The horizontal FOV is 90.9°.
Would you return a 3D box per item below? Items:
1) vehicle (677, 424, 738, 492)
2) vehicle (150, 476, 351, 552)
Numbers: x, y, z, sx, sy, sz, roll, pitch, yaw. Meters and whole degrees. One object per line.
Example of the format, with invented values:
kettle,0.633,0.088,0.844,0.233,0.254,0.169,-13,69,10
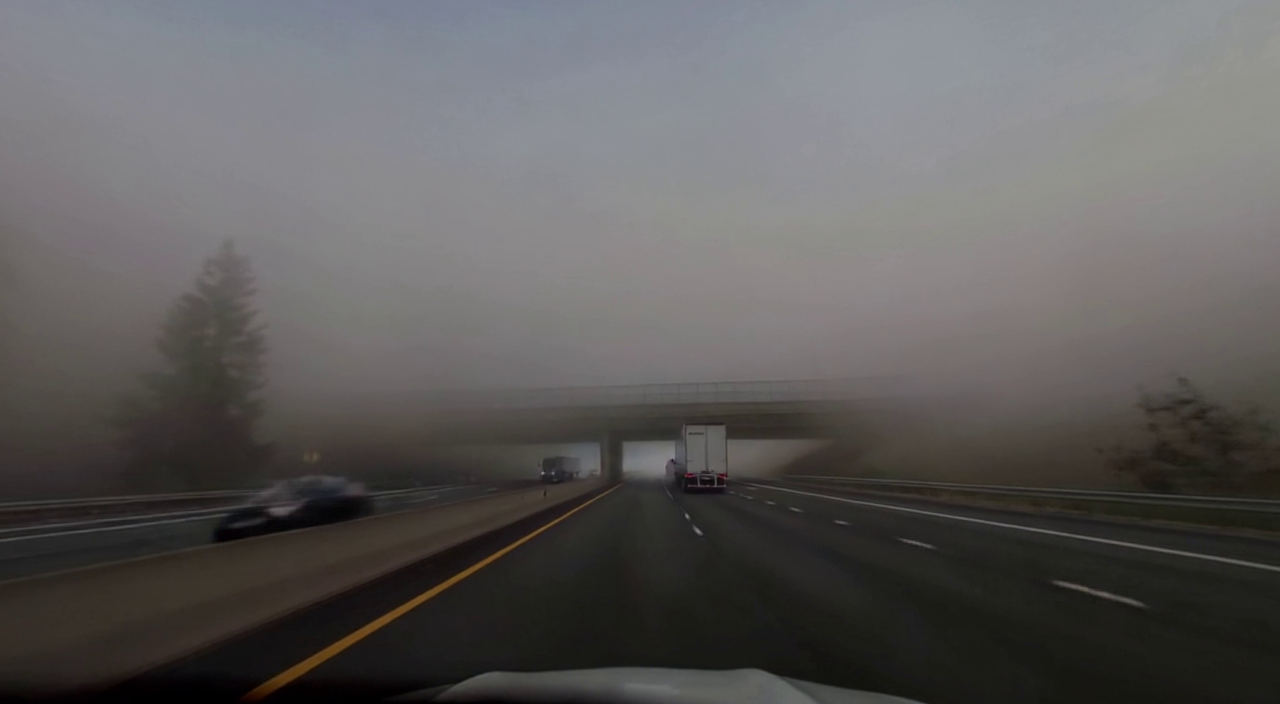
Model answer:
vehicle,4.410,7.486,43.989,3.054,4.005,11.895,0,-11,0
vehicle,-8.989,3.744,15.107,1.982,1.461,4.349,1,-11,0
